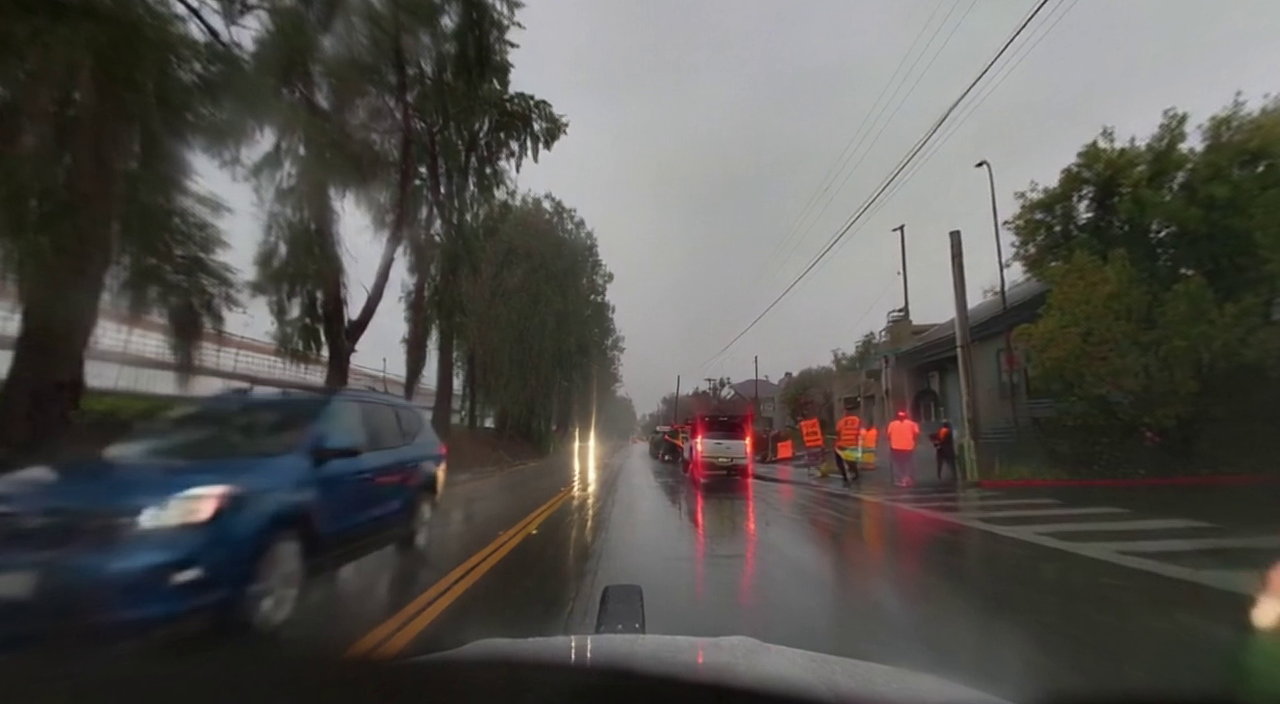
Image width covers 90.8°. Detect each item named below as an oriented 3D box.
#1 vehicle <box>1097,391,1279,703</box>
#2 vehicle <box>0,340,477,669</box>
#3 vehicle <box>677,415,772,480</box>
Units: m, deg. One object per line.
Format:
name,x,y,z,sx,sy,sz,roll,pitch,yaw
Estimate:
vehicle,3.134,0.632,0.415,2.006,1.482,4.722,0,-8,-2
vehicle,-3.570,1.289,6.591,2.358,1.921,5.675,0,-8,-2
vehicle,2.935,3.588,23.845,2.759,2.114,6.152,0,-8,0
